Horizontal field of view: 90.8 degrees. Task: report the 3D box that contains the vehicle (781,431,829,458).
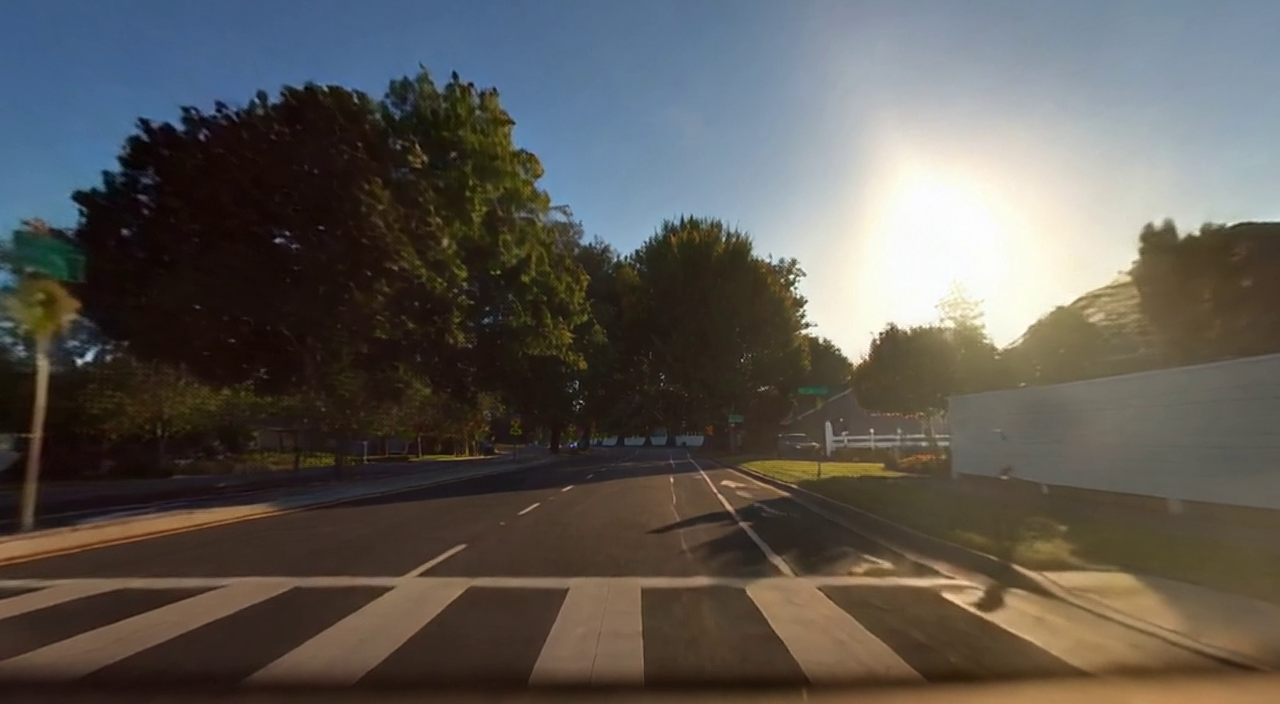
[{"bbox_3d":[11.031,6.242,42.553,1.938,1.695,4.296,0,-8,-1],"label":"vehicle"}]
